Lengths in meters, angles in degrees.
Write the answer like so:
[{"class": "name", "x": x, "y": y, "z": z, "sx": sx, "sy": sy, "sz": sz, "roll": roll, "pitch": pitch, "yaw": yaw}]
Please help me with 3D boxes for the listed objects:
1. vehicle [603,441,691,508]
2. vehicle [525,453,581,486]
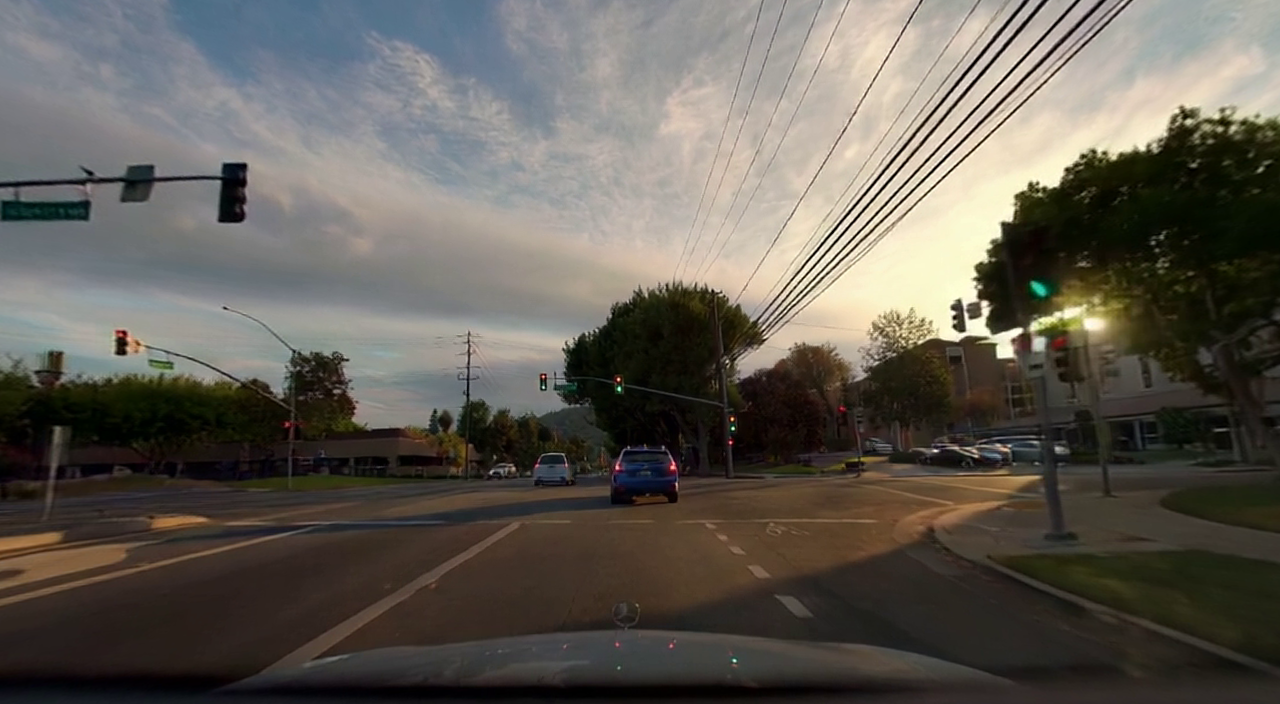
[{"class": "vehicle", "x": 0.146, "y": 3.328, "z": 17.550, "sx": 2.156, "sy": 1.636, "sz": 3.923, "roll": 0, "pitch": -9, "yaw": -1}, {"class": "vehicle", "x": -4.225, "y": 5.792, "z": 31.379, "sx": 2.153, "sy": 1.474, "sz": 4.284, "roll": 0, "pitch": -9, "yaw": 1}]
